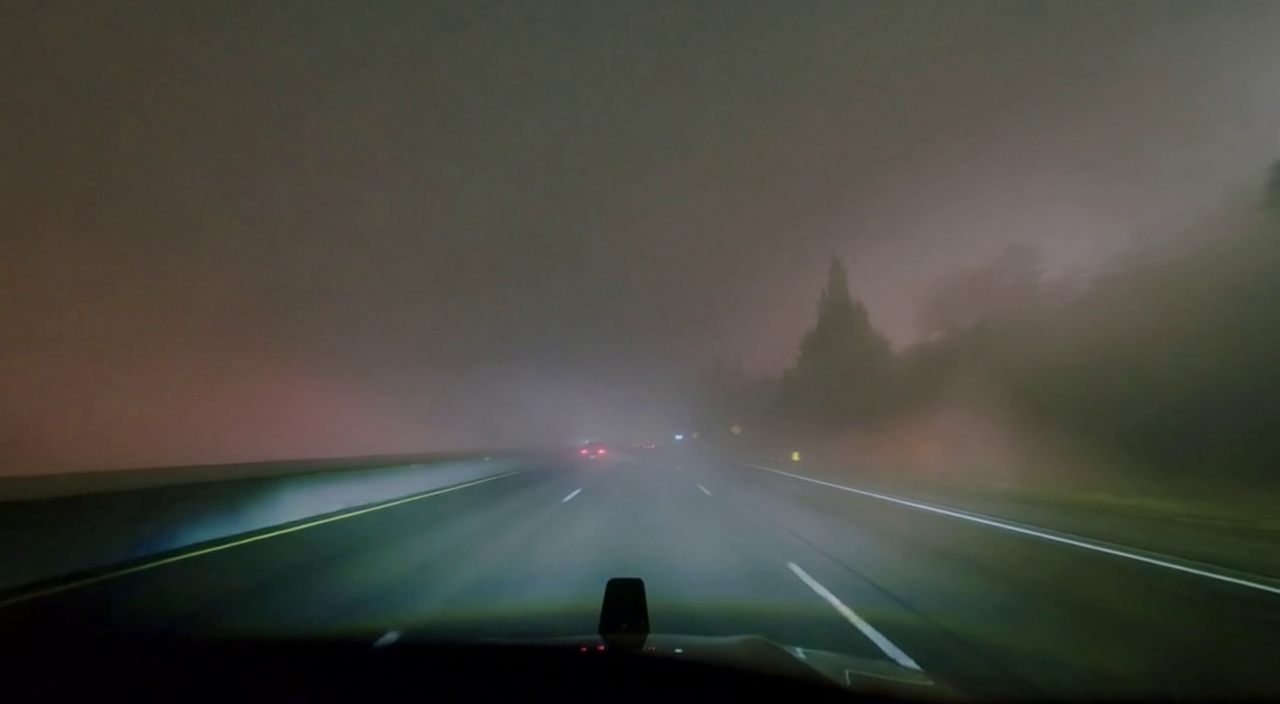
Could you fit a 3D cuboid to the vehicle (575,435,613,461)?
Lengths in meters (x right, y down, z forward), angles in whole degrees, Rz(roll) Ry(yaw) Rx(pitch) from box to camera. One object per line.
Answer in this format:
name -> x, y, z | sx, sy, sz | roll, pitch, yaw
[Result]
vehicle -> -3.079, 6.513, 42.871 | 2.189, 1.707, 4.692 | 0, -8, 1
